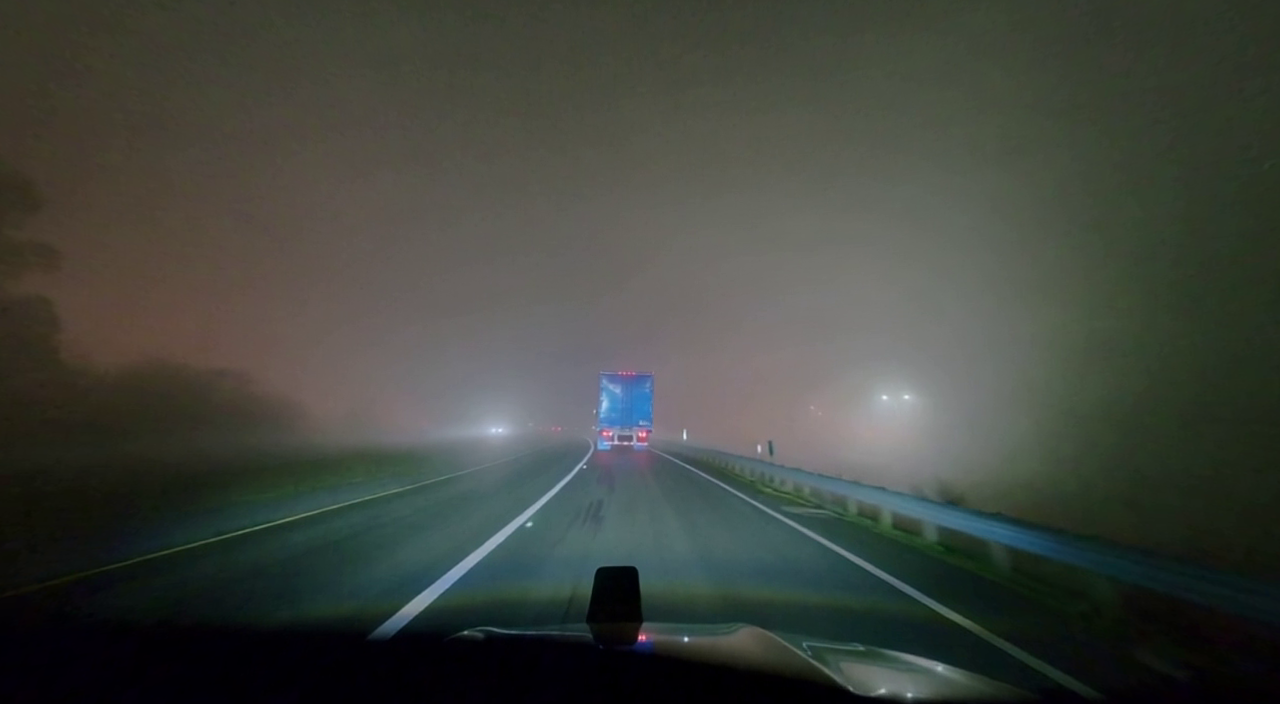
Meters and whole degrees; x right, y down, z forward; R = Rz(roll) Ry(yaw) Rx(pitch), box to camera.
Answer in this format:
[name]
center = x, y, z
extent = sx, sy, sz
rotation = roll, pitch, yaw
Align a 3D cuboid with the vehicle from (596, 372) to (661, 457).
[vehicle]
center = -0.806, 3.599, 34.637
extent = 3.023, 3.965, 10.402
rotation = 0, -8, -3
